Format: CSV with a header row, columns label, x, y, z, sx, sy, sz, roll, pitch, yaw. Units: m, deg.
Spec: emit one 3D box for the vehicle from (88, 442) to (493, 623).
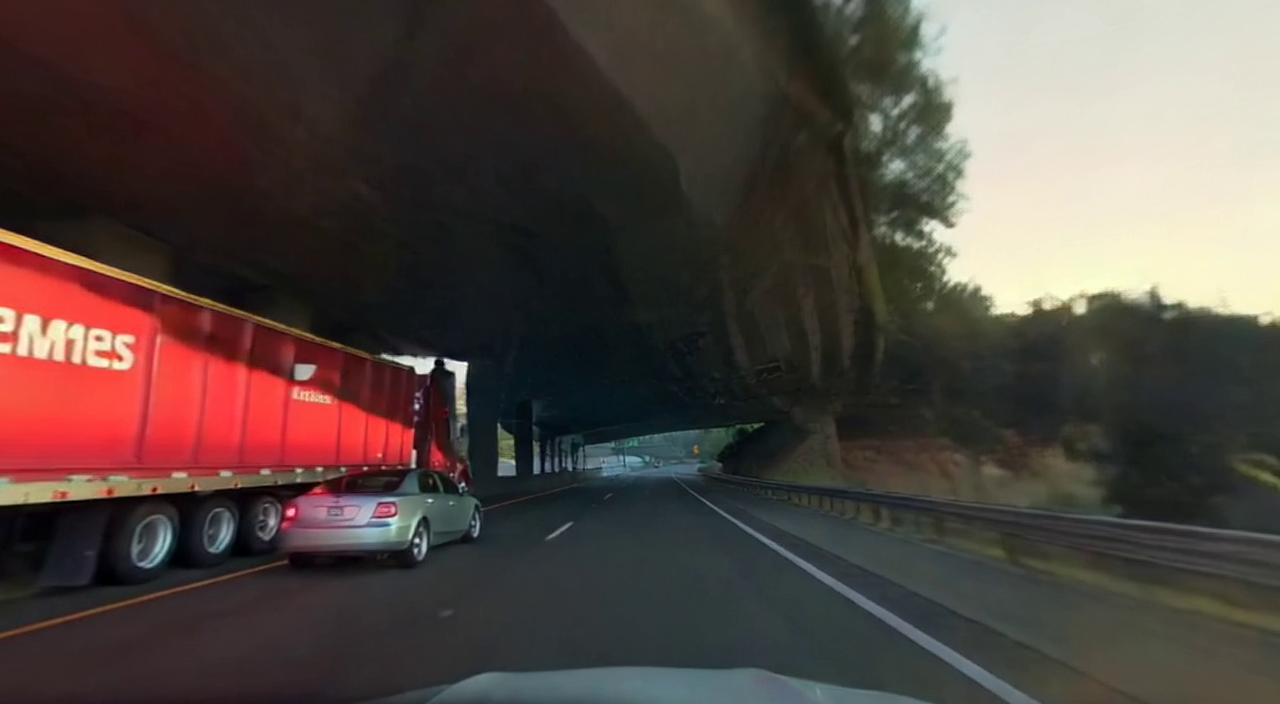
label,x,y,z,sx,sy,sz,roll,pitch,yaw
vehicle,-3.607,2.012,7.997,2.135,1.506,5.041,0,-10,1
